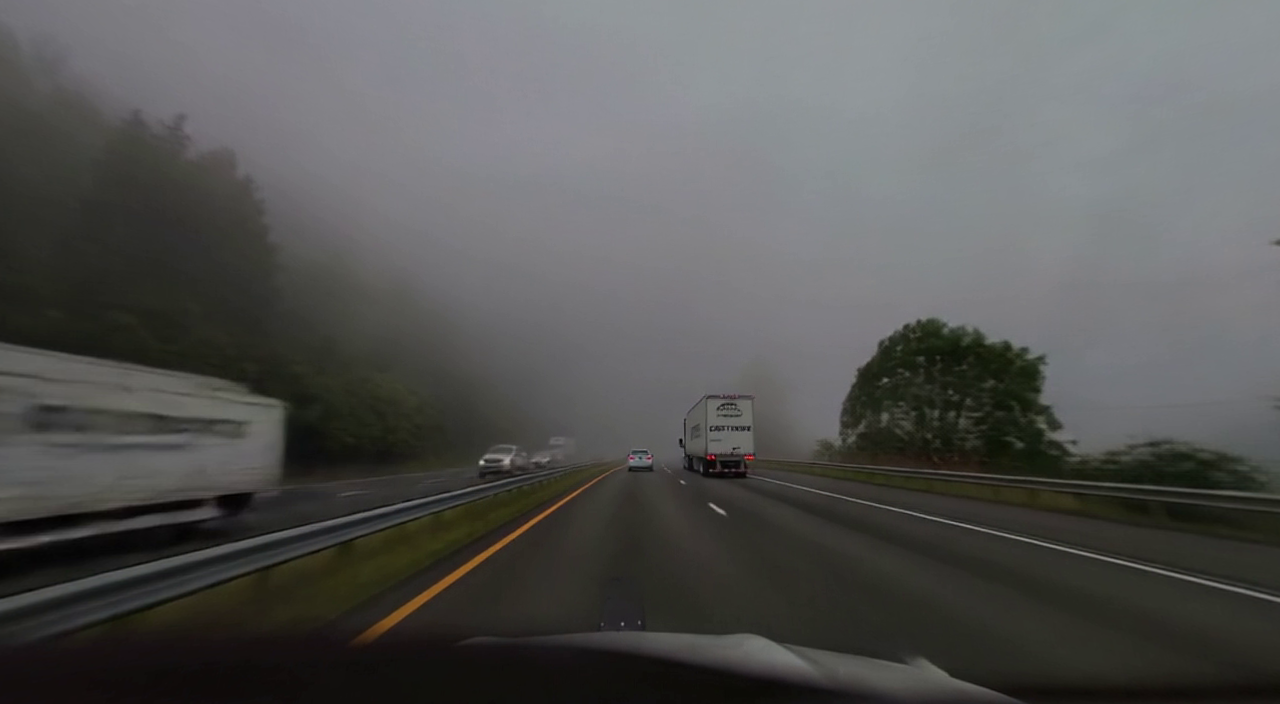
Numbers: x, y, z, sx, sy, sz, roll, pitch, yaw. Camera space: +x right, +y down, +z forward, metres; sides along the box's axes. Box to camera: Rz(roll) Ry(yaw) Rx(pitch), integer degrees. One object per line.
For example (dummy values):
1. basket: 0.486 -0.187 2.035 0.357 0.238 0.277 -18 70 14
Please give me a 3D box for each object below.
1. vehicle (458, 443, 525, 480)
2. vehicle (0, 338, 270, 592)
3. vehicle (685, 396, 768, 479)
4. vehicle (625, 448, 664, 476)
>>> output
1. vehicle: -8.246 6.152 35.611 2.252 1.923 5.541 0 -9 2
2. vehicle: -8.693 1.458 8.241 3.033 2.814 7.504 0 -9 1
3. vehicle: 4.731 5.304 38.021 2.909 4.074 14.457 0 -9 0
4. vehicle: 0.263 6.179 35.633 2.074 1.475 3.960 0 -9 1
